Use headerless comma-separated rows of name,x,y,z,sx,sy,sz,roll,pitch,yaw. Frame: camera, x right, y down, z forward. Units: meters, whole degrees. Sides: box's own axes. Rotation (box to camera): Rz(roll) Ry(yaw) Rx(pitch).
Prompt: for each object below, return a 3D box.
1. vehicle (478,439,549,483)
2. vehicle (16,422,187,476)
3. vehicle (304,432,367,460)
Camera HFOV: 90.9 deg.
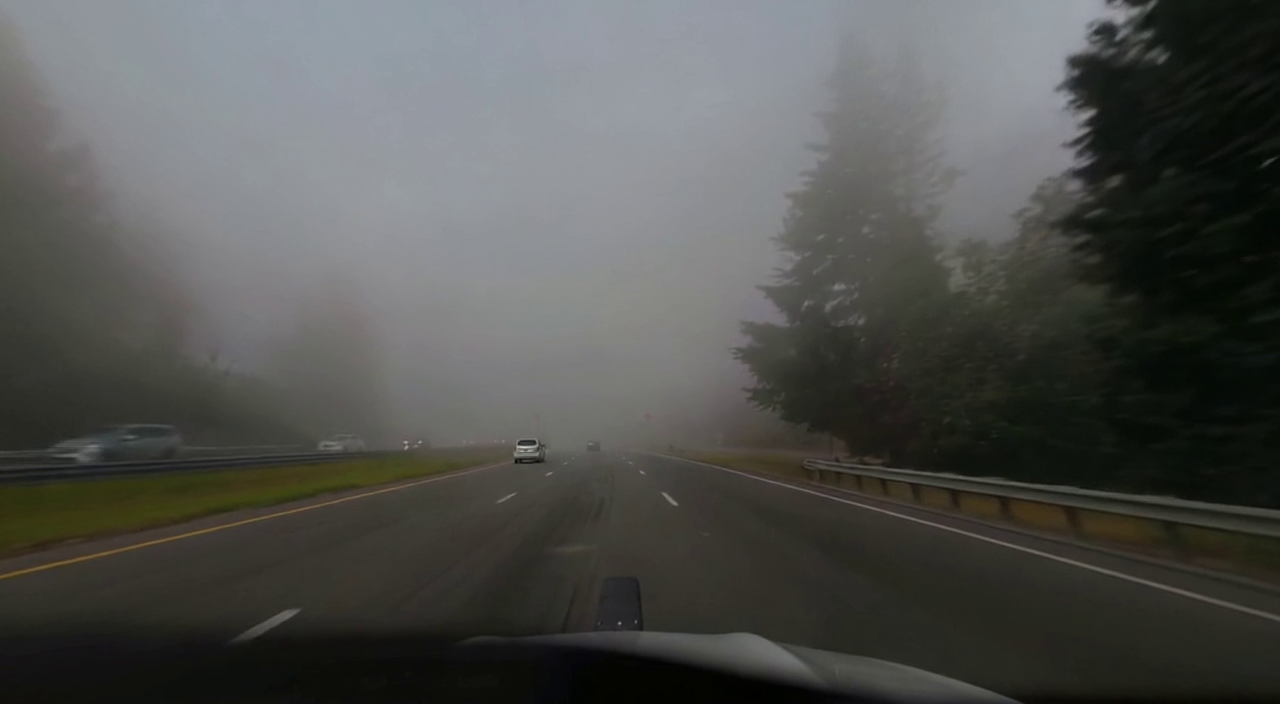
vehicle,-4.406,3.831,22.502,1.874,1.369,3.875,0,-8,-2
vehicle,-17.393,3.144,20.696,2.029,1.579,4.139,0,-8,-2
vehicle,-17.355,5.356,36.130,1.780,1.474,3.845,0,-8,-3
